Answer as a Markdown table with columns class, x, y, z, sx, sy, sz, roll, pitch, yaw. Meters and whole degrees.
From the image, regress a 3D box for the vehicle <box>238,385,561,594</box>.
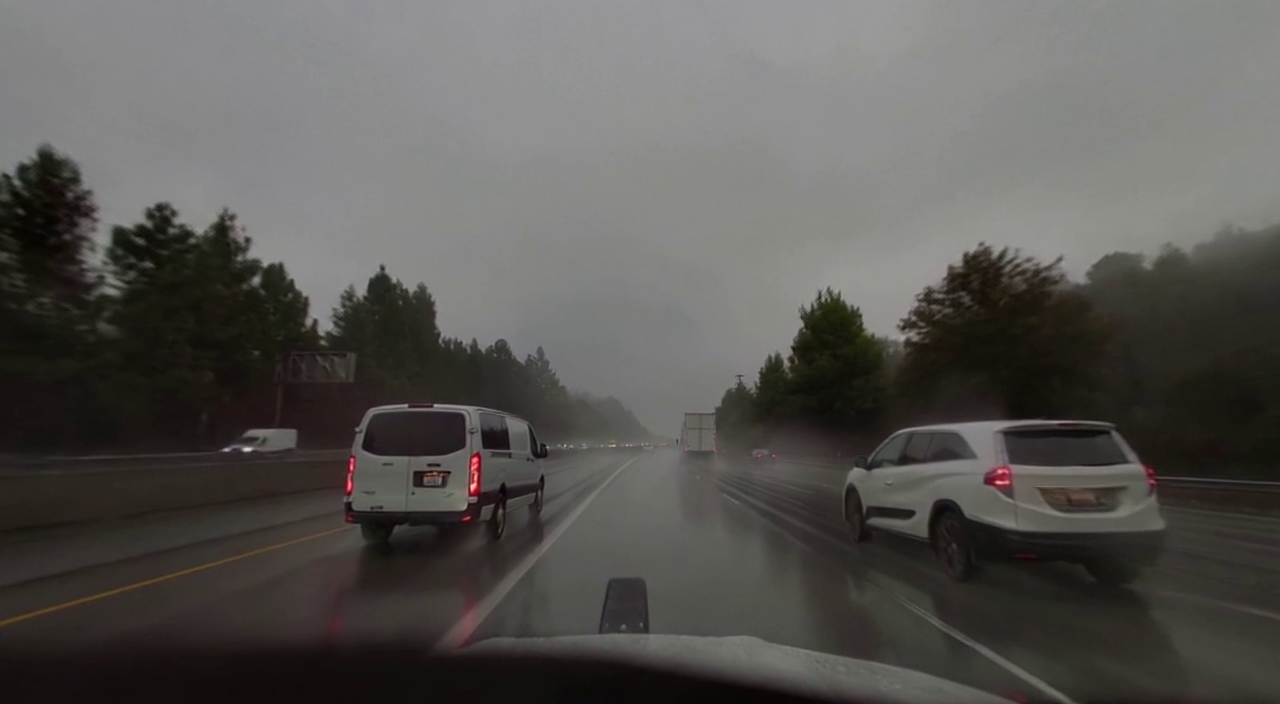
| class | x | y | z | sx | sy | sz | roll | pitch | yaw |
| --- | --- | --- | --- | --- | --- | --- | --- | --- | --- |
| vehicle | -2.575 | 1.662 | 8.599 | 2.159 | 1.922 | 5.345 | 0 | -8 | 2 |

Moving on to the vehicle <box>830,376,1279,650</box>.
| class | x | y | z | sx | sy | sz | roll | pitch | yaw |
| --- | --- | --- | --- | --- | --- | --- | --- | --- | --- |
| vehicle | 3.905 | 1.437 | 6.736 | 2.209 | 1.862 | 4.717 | 0 | -8 | -1 |

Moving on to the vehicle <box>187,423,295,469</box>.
| class | x | y | z | sx | sy | sz | roll | pitch | yaw |
| --- | --- | --- | --- | --- | --- | --- | --- | --- | --- |
| vehicle | -24.873 | 5.889 | 39.676 | 2.288 | 2.634 | 5.966 | -1 | -8 | 7 |
